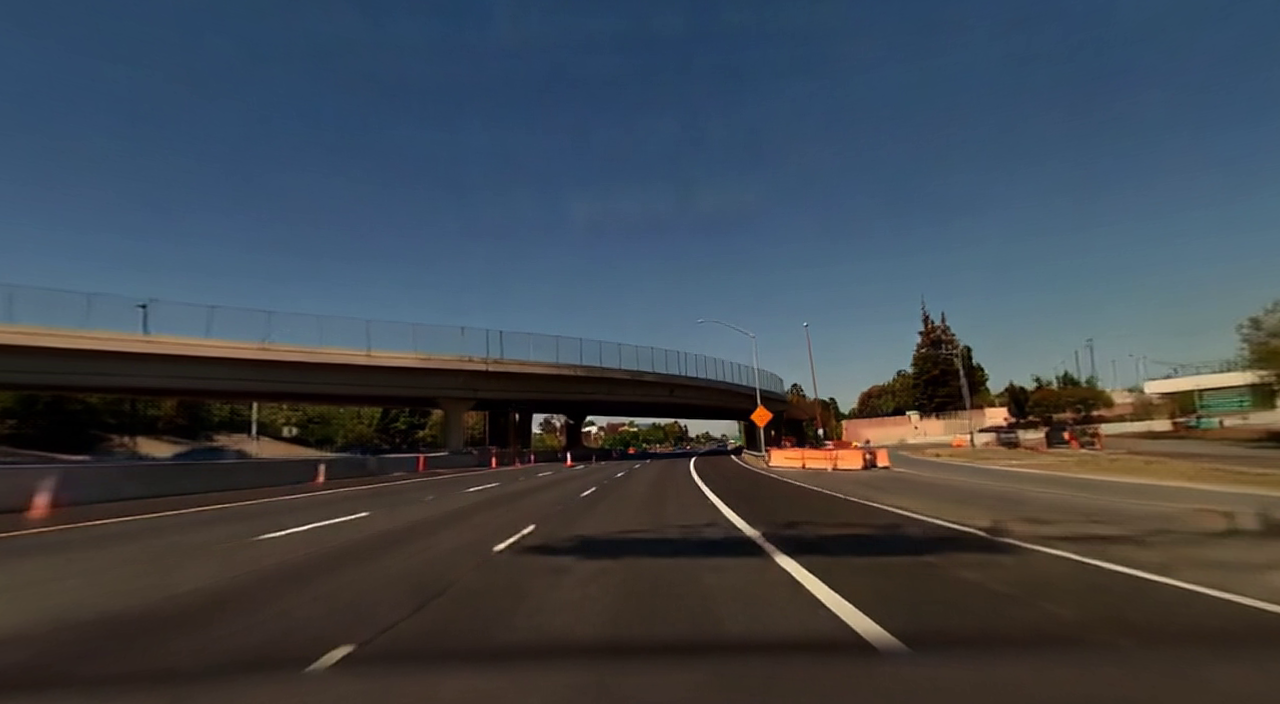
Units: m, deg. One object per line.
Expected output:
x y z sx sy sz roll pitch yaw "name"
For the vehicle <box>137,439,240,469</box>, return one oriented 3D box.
-25.876 5.892 36.371 2.103 1.585 4.950 0 -9 3 "vehicle"
